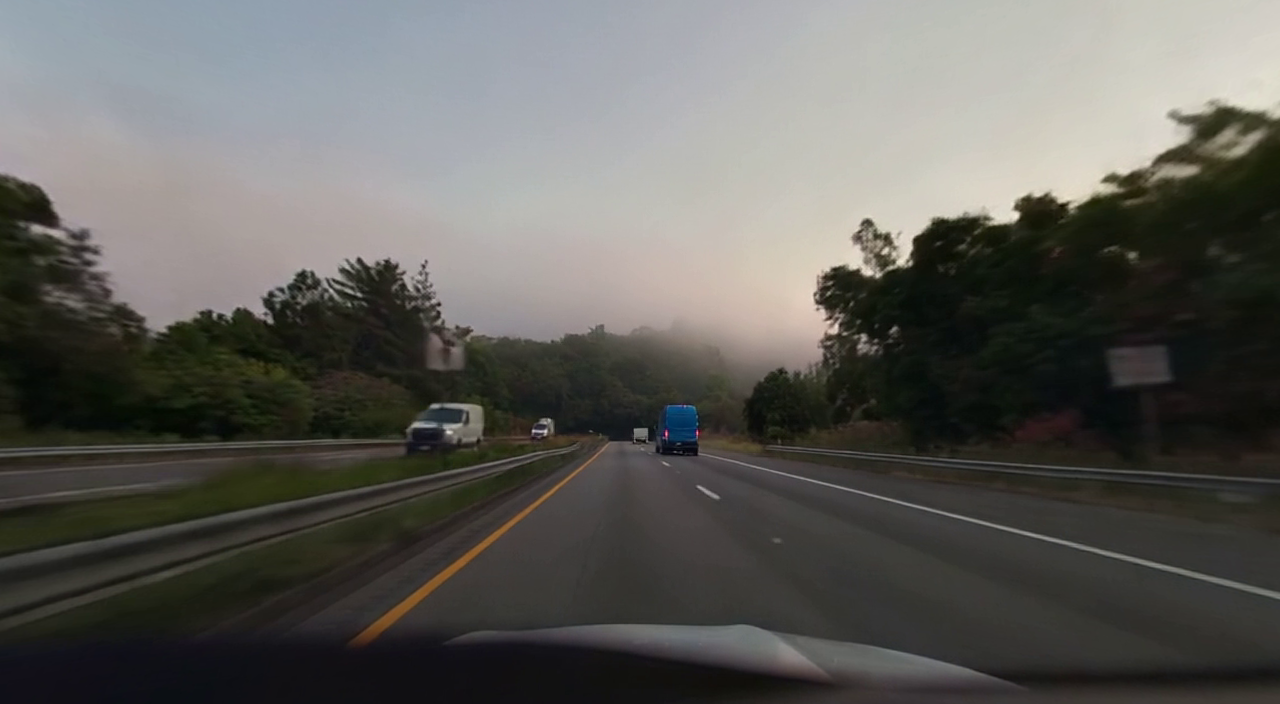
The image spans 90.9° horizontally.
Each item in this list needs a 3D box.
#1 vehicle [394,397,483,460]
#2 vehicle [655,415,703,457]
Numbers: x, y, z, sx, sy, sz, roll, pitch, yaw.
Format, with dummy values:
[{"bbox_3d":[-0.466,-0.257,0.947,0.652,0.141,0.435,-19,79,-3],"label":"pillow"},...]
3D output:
[{"bbox_3d":[-9.580,3.751,30.639,2.420,2.722,6.220,0,-8,-2],"label":"vehicle"},{"bbox_3d":[2.507,5.646,42.391,2.570,2.596,6.082,0,-8,-3],"label":"vehicle"}]
